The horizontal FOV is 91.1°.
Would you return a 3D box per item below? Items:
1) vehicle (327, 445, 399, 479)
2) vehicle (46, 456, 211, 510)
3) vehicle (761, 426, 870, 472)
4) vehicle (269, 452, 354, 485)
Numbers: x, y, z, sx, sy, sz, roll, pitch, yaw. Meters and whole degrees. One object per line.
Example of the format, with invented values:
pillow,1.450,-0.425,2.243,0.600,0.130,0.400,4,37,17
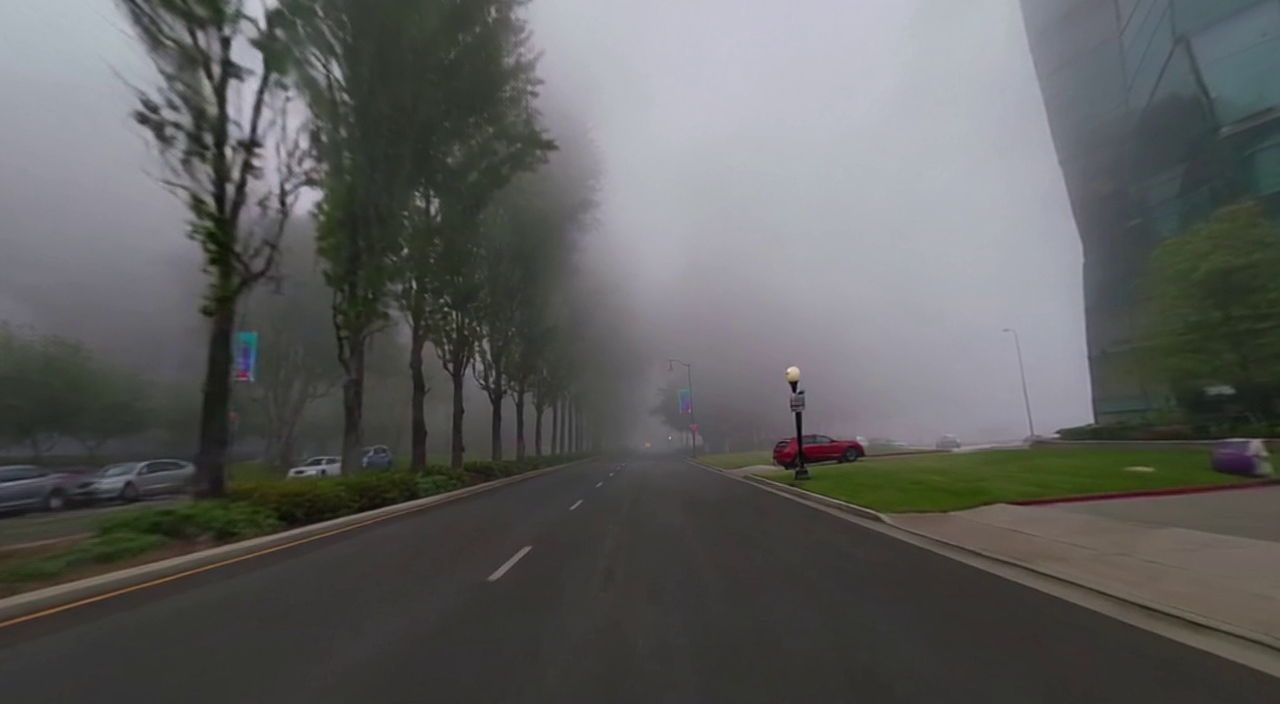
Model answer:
vehicle,-17.127,6.774,39.123,2.301,1.821,4.731,-4,-8,1
vehicle,-17.480,4.455,21.811,2.020,1.471,4.419,-3,-9,0
vehicle,8.879,4.965,32.132,4.716,1.672,2.330,-7,-8,-1
vehicle,-17.308,6.139,33.386,1.873,1.544,4.794,0,-8,1
